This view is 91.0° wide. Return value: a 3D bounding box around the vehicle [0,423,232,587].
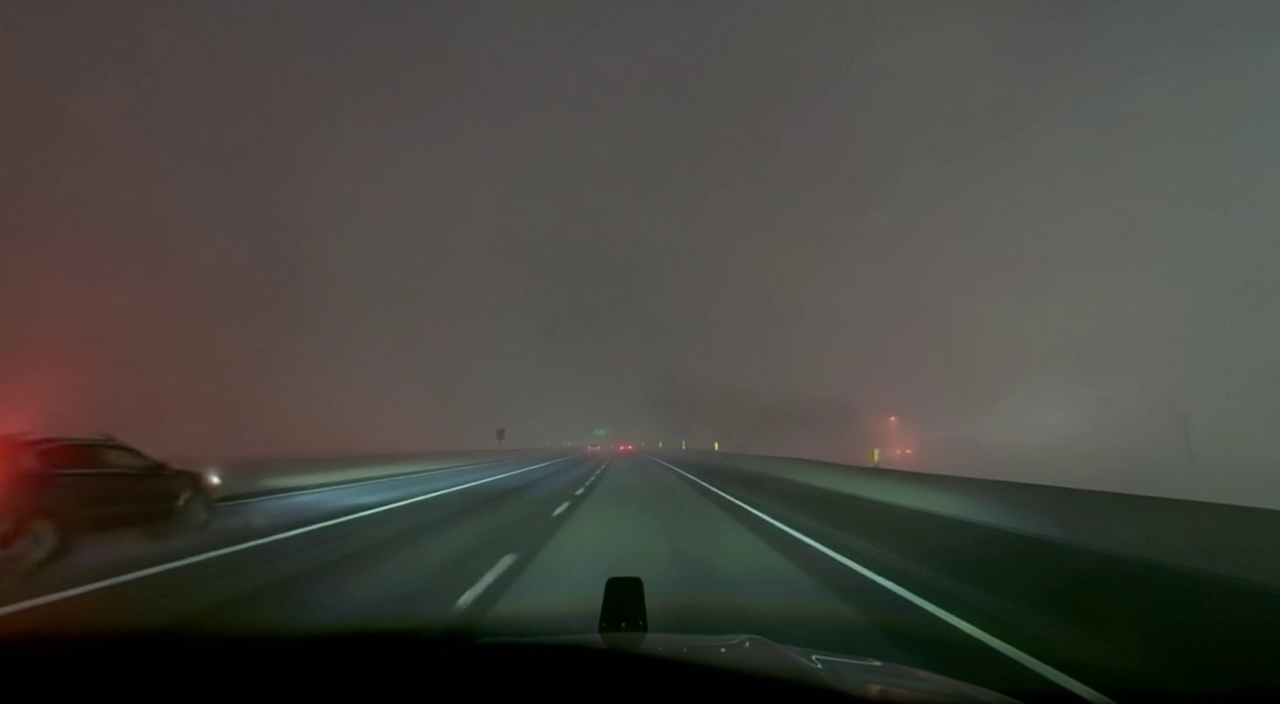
[{"bbox_3d":[-6.739,1.508,6.579,2.053,1.452,4.347,0,-8,0],"label":"vehicle"}]
